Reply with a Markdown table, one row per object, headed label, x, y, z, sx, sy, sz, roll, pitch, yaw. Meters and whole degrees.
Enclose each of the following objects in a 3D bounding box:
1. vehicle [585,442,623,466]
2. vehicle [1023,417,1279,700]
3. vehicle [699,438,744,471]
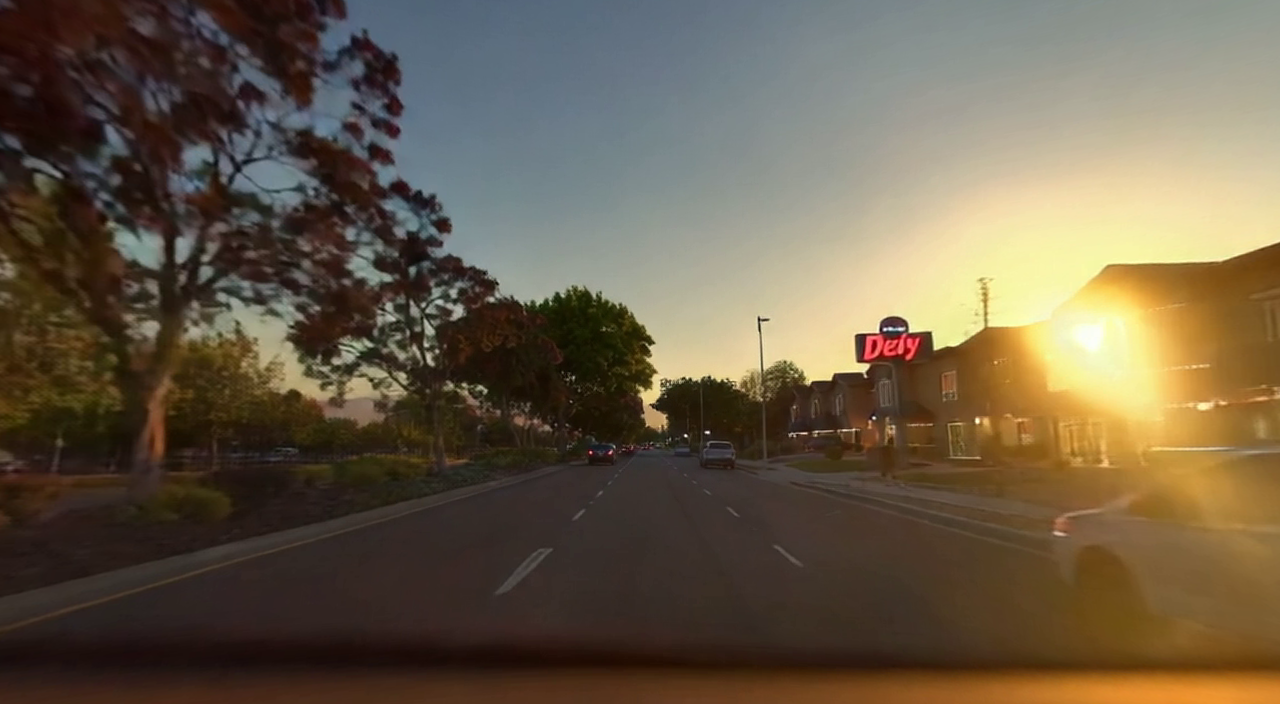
| label | x | y | z | sx | sy | sz | roll | pitch | yaw |
| --- | --- | --- | --- | --- | --- | --- | --- | --- | --- |
| vehicle | -2.350 | 6.855 | 42.477 | 2.176 | 1.543 | 4.335 | 0 | -8 | 1 |
| vehicle | 4.431 | 1.099 | 3.338 | 2.025 | 1.500 | 4.465 | 0 | -8 | 1 |
| vehicle | 4.676 | 5.965 | 36.886 | 2.067 | 1.755 | 4.616 | 0 | -8 | 1 |
